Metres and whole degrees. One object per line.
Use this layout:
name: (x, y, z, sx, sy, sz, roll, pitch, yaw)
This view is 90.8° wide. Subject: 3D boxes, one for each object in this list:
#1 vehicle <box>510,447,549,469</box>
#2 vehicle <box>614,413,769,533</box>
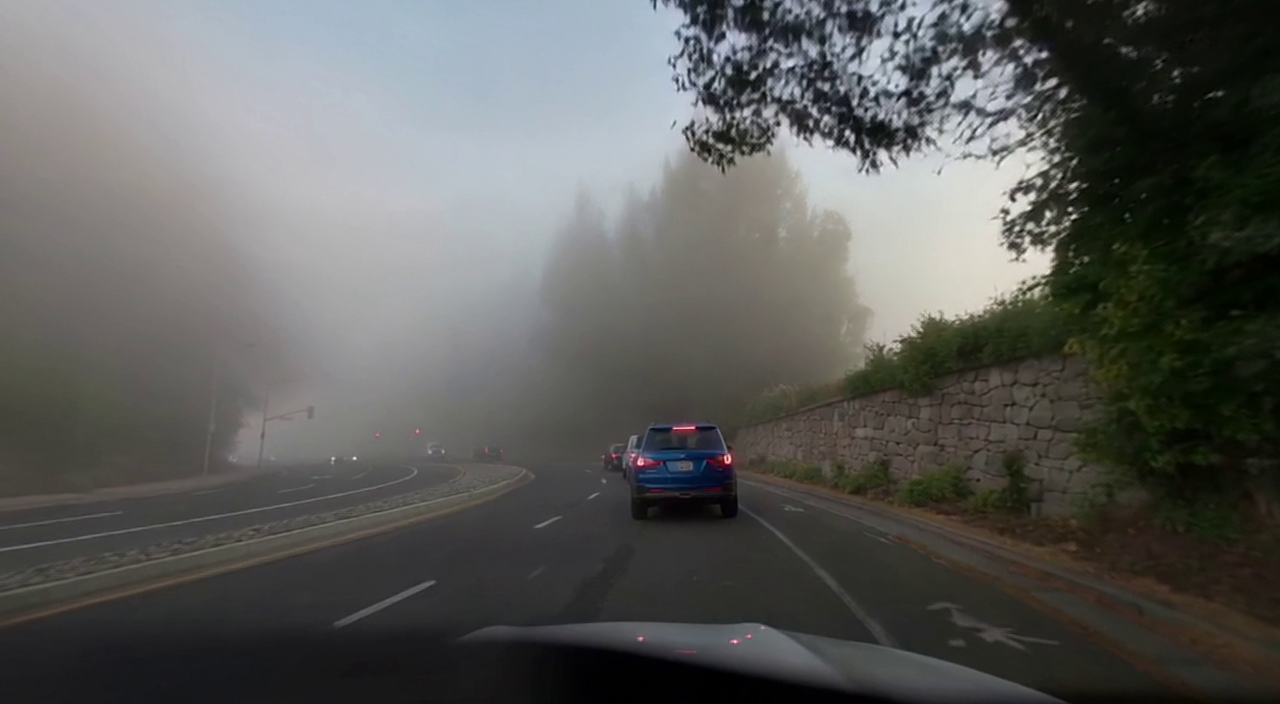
vehicle: (-8.071, 7.685, 45.876, 2.023, 1.474, 4.286, 3, -9, -19)
vehicle: (0.738, 2.109, 11.584, 2.287, 1.762, 4.269, 0, -8, -1)
